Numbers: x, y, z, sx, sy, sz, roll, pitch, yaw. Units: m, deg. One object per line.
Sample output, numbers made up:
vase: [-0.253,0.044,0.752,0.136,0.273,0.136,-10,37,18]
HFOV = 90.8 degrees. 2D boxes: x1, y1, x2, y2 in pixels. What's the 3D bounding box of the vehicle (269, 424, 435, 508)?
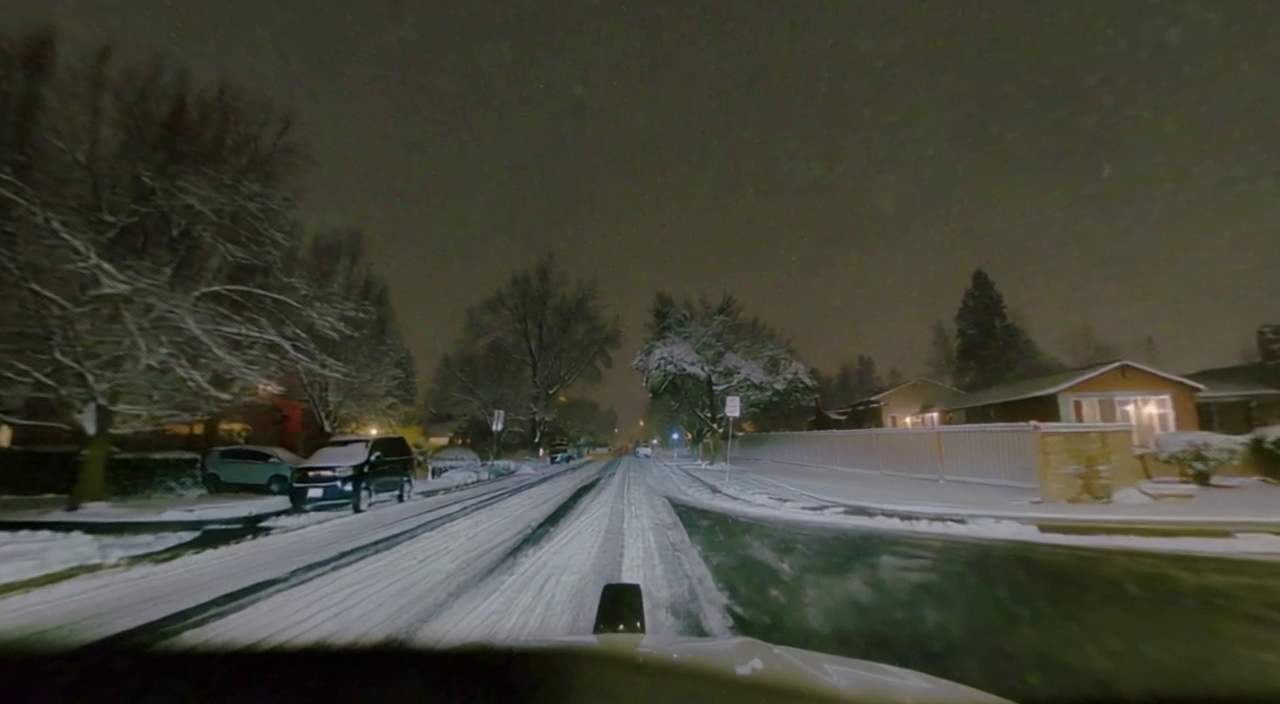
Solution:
vehicle: [-7.379,3.024,16.894,2.091,1.912,4.598,0,-10,2]
